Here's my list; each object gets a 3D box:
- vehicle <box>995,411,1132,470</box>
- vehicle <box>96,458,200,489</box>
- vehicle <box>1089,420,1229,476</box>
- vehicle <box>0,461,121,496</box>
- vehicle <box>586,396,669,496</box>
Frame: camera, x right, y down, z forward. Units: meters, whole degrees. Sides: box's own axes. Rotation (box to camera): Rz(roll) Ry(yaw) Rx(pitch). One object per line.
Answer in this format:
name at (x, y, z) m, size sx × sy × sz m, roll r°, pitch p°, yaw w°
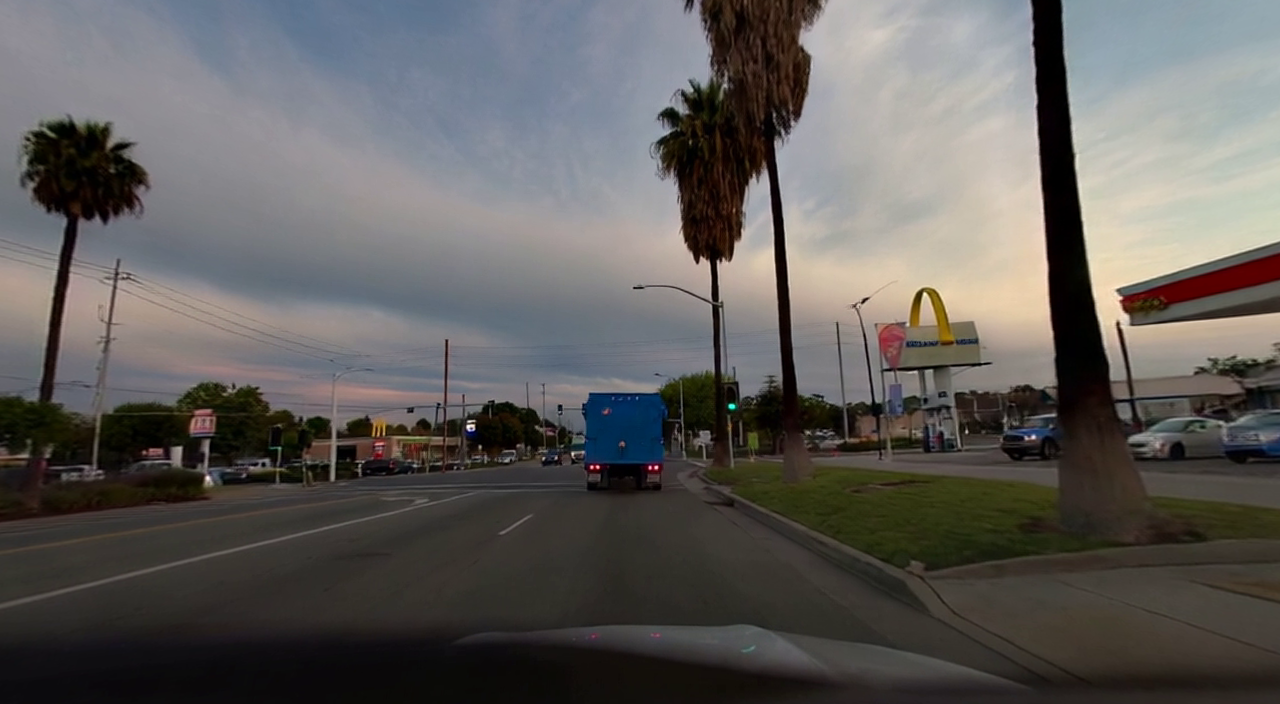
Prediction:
vehicle at (15.837, 3.308, 23.559) m, size 5.078 × 1.937 × 2.326 m, roll 5°, pitch -10°, yaw -34°
vehicle at (-28.016, 6.922, 36.169) m, size 4.303 × 1.567 × 2.021 m, roll 5°, pitch -10°, yaw -29°
vehicle at (15.190, 2.786, 18.446) m, size 4.105 × 1.433 × 1.931 m, roll 6°, pitch -10°, yaw -34°
vehicle at (-27.933, 5.985, 30.097) m, size 4.493 × 1.453 × 1.912 m, roll 4°, pitch -9°, yaw -27°
vehicle at (-0.288, 3.242, 21.942) m, size 2.463 × 2.954 × 5.938 m, roll 0°, pitch -8°, yaw 1°
